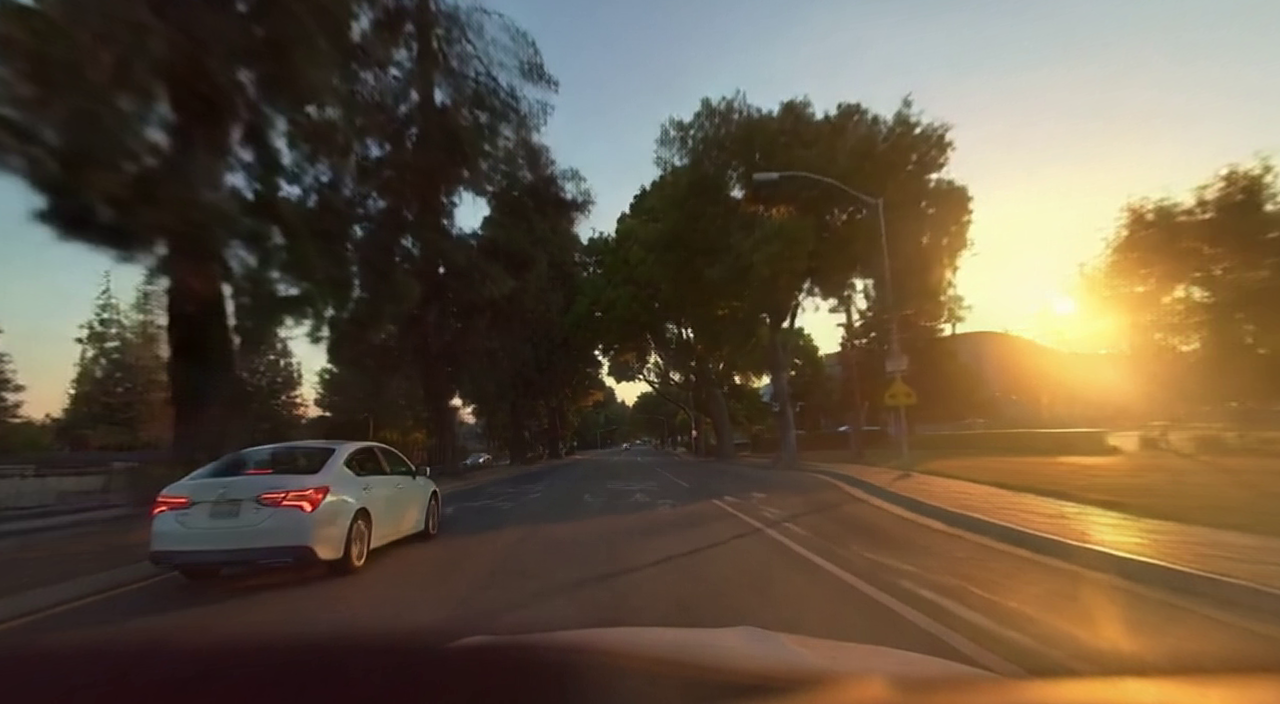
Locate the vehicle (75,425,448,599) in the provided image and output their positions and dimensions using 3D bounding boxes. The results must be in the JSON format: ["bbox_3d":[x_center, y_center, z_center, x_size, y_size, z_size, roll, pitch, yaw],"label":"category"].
[{"bbox_3d":[-4.011,1.736,7.794,1.915,1.521,4.283,0,-8,0],"label":"vehicle"}]
